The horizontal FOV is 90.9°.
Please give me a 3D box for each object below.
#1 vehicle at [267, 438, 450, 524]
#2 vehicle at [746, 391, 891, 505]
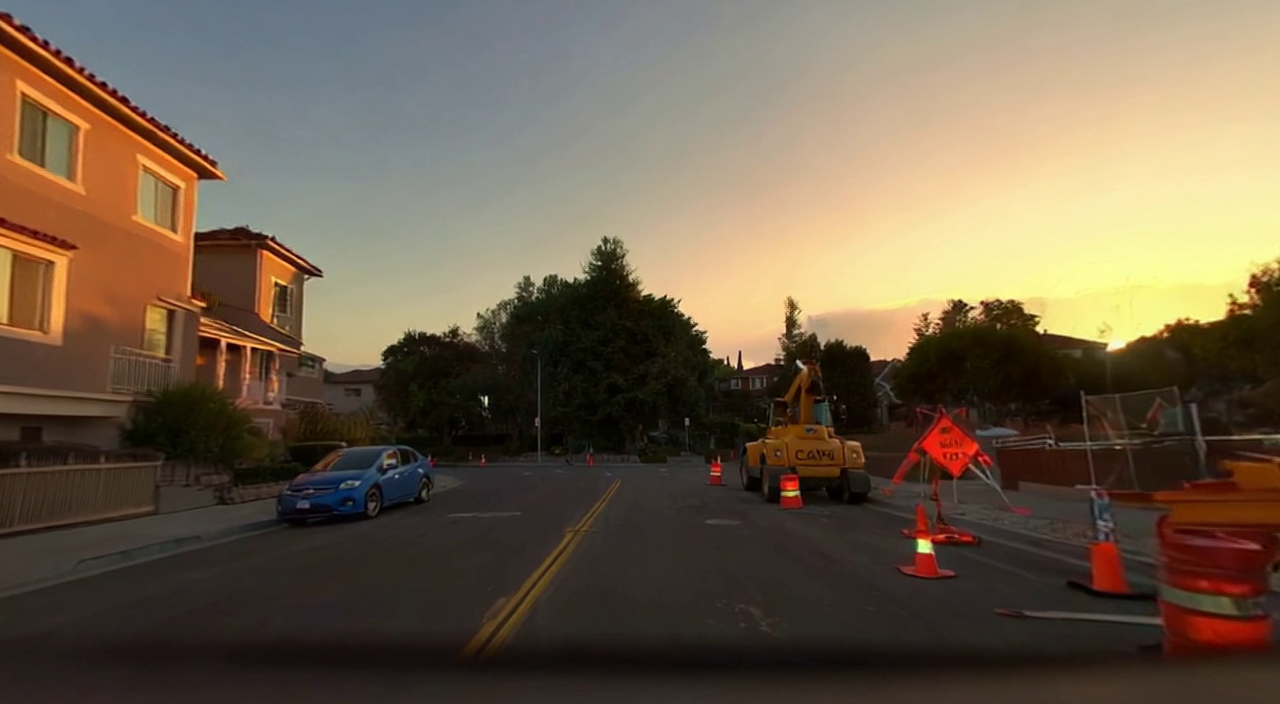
[{"bbox_3d":[-6.588,3.021,15.551,2.220,1.765,4.799,0,-8,1],"label":"vehicle"},{"bbox_3d":[4.437,2.476,16.378,2.501,2.613,3.505,0,-9,-4],"label":"vehicle"}]
